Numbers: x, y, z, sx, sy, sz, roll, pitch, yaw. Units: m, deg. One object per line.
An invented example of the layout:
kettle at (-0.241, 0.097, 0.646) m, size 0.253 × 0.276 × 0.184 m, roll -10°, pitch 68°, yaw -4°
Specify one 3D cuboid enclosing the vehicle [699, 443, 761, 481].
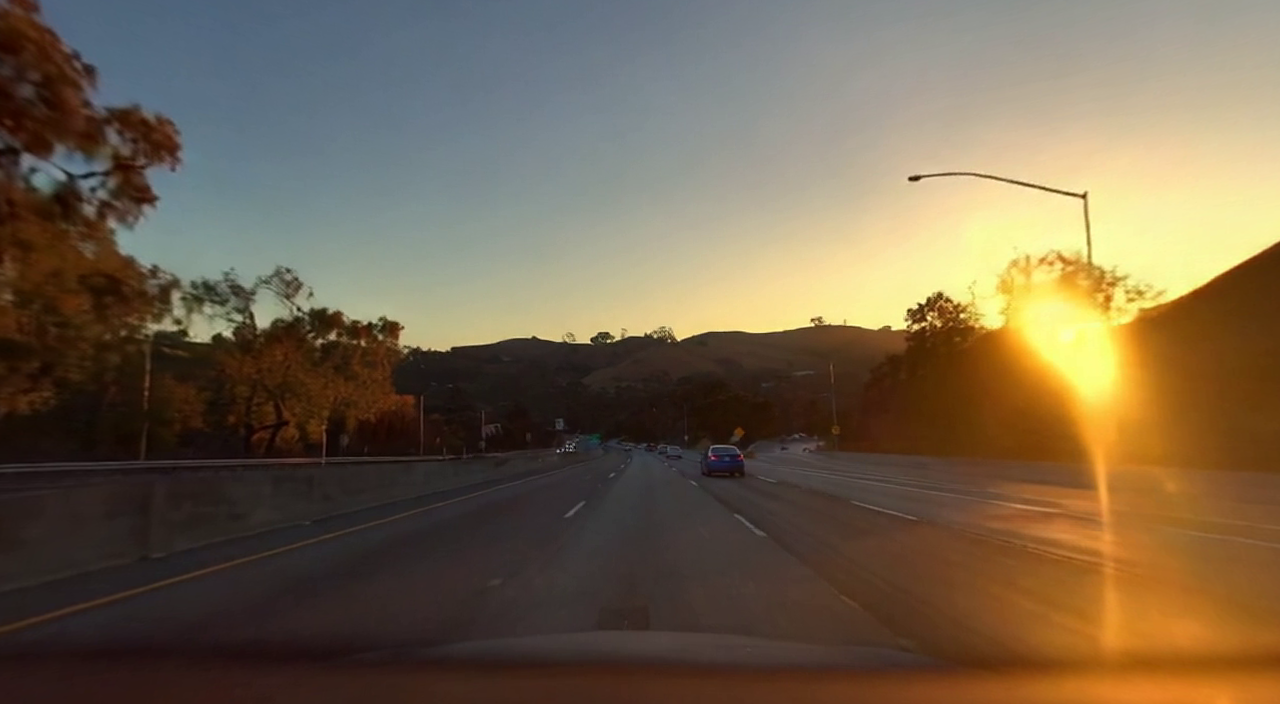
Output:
vehicle at (3.733, 4.624, 26.975) m, size 1.916 × 1.469 × 4.481 m, roll 0°, pitch -8°, yaw -1°
